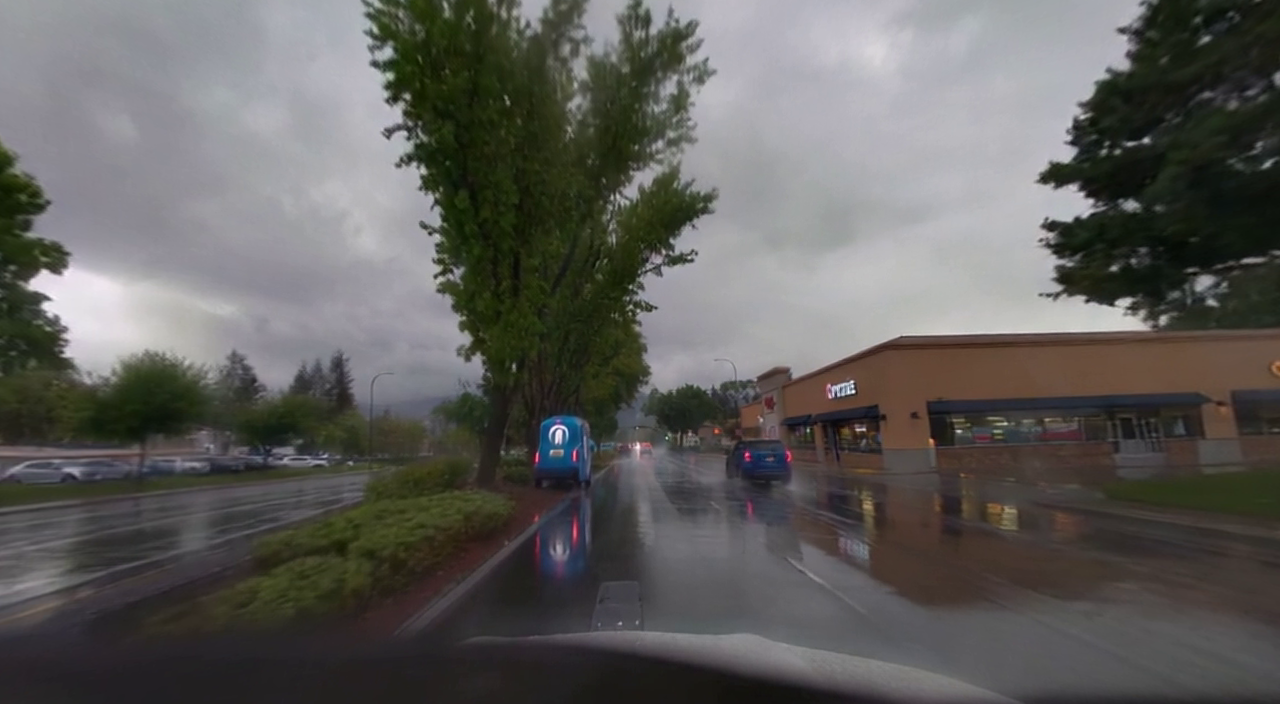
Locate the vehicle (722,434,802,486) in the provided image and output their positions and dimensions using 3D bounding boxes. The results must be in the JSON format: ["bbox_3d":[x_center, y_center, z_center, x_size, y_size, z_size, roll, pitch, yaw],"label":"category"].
[{"bbox_3d":[4.234,3.818,22.618,1.869,1.646,4.166,0,-9,-2],"label":"vehicle"}]

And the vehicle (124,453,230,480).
[{"bbox_3d":[-31.901,7.899,43.823,5.692,1.725,2.144,5,-10,-33],"label":"vehicle"}]

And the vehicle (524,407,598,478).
[{"bbox_3d":[-3.311,4.015,27.854,2.443,2.784,5.862,0,-9,1],"label":"vehicle"}]
